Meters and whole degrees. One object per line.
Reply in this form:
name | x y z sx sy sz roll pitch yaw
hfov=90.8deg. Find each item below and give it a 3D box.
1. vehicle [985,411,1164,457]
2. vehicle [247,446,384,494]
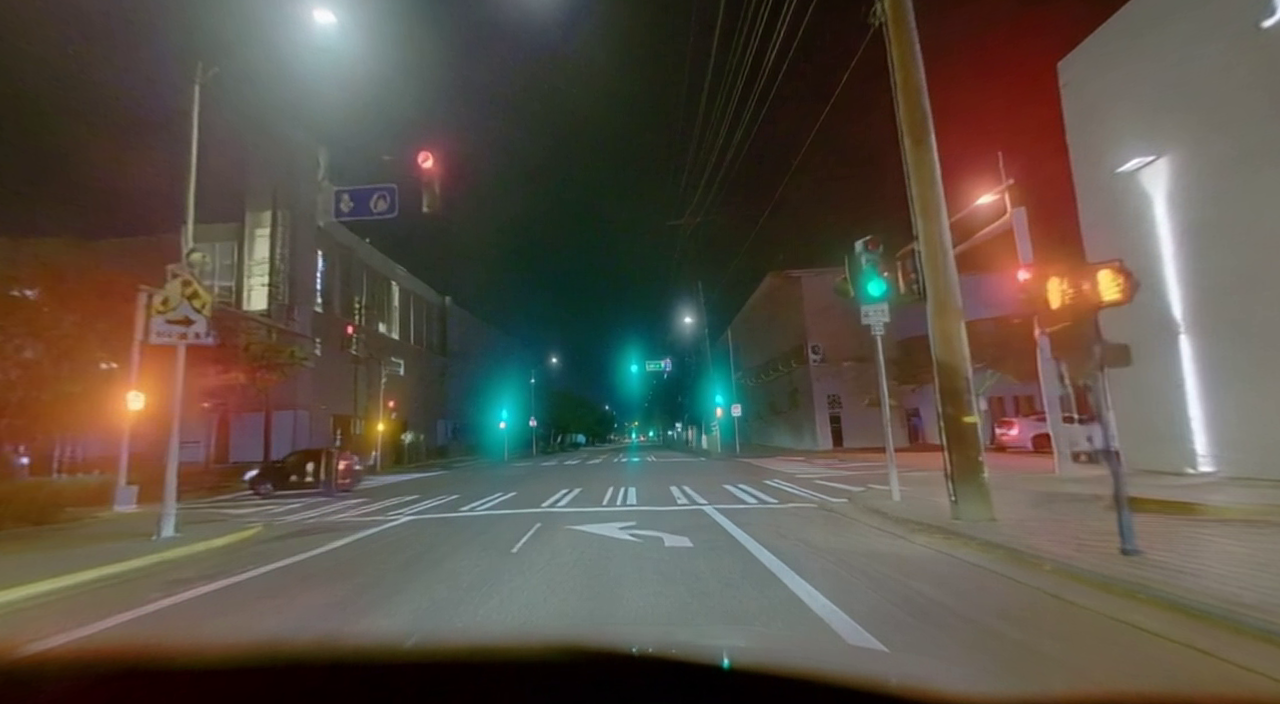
vehicle | 14.543 2.776 21.335 4.632 1.484 1.907 0 -8 -2
vehicle | -12.299 4.396 23.958 4.624 1.478 2.118 -4 -4 23
